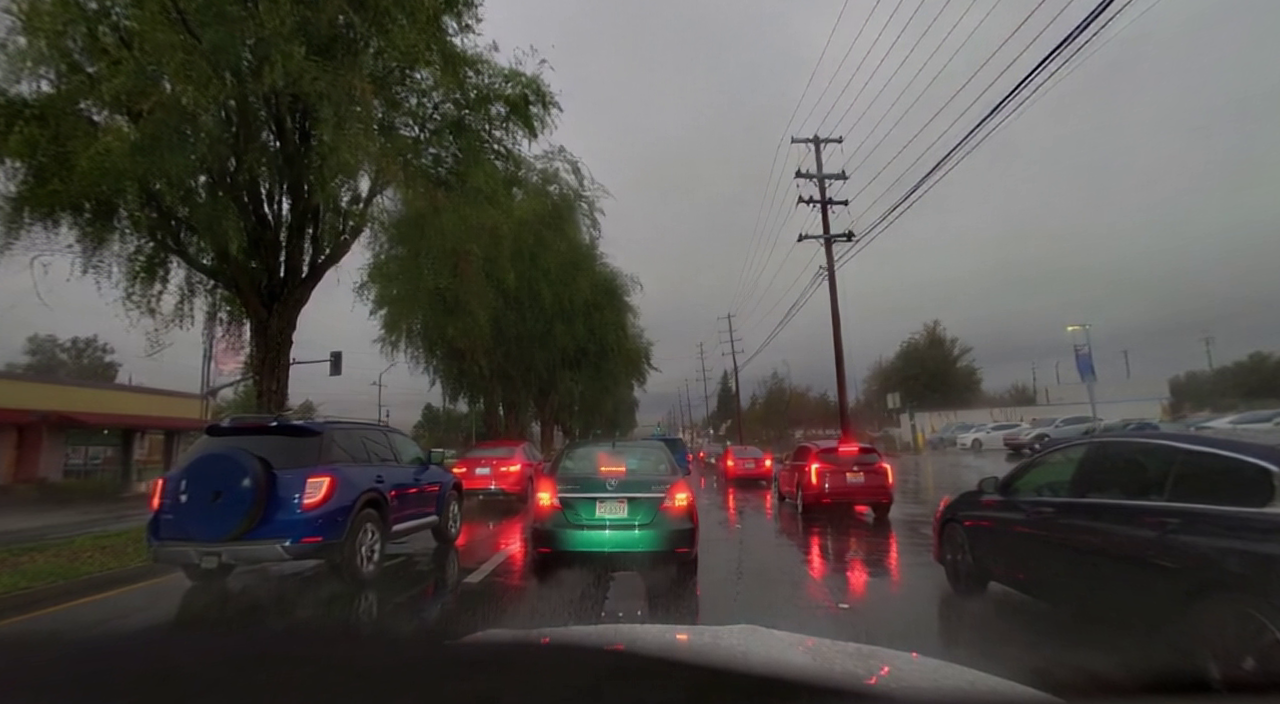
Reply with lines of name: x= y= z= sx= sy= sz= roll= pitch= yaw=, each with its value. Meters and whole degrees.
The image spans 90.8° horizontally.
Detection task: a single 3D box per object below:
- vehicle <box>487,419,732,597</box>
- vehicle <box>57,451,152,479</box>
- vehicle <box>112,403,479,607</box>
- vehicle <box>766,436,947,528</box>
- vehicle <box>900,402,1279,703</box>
vehicle: x=-0.320 y=1.631 z=7.406 sx=2.097 sy=1.511 sz=3.809 roll=0 pitch=-9 yaw=-2
vehicle: x=-37.030 y=7.830 z=43.742 sx=4.683 sy=1.833 sz=2.078 roll=0 pitch=-9 yaw=2
vehicle: x=-3.435 y=1.602 z=7.500 sx=1.979 sy=1.697 sz=4.254 roll=0 pitch=-9 yaw=-1
vehicle: x=3.932 y=2.428 z=12.412 sx=1.909 sy=1.473 sz=4.361 roll=0 pitch=-9 yaw=-1
vehicle: x=3.664 y=1.188 z=4.167 sx=1.929 sy=1.479 sz=4.723 roll=0 pitch=-9 yaw=1
